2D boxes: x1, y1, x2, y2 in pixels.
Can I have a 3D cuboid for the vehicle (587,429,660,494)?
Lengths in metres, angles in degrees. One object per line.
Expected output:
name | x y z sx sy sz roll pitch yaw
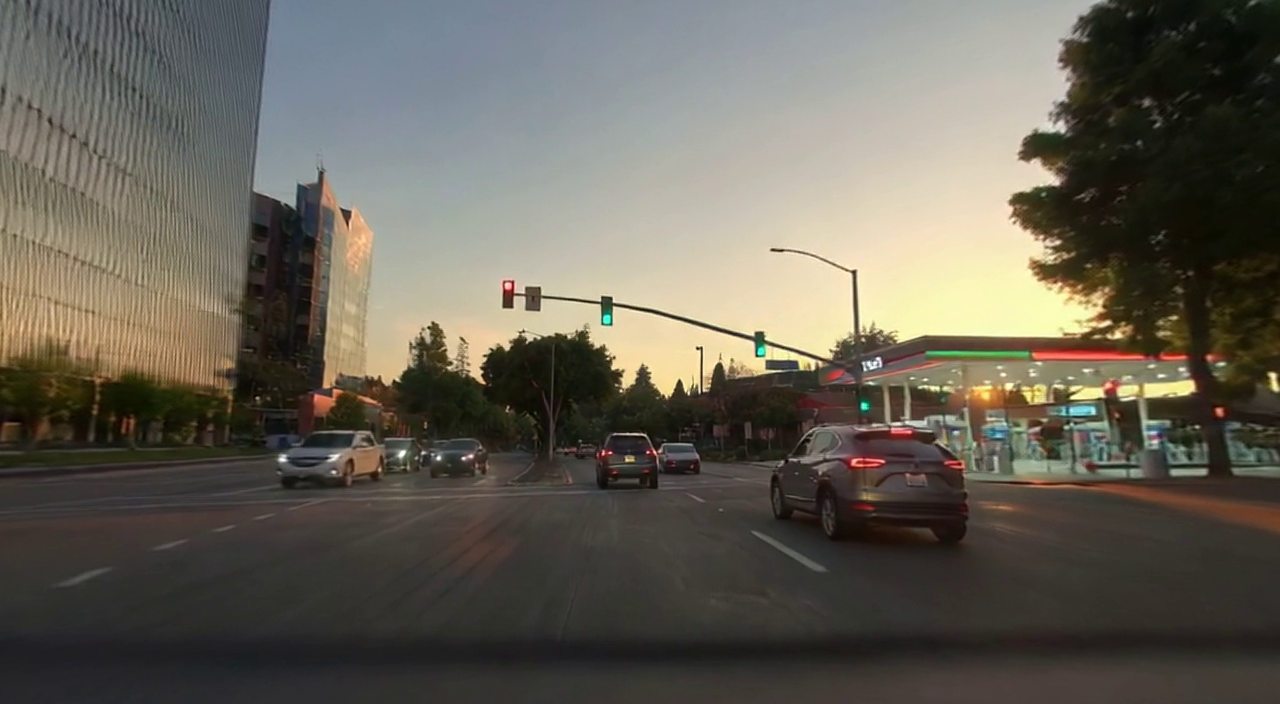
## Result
vehicle | -0.612 3.368 19.715 2.051 1.798 4.168 1 -8 -4

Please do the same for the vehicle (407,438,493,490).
vehicle | -6.174 3.663 20.972 1.987 1.505 4.337 1 -8 -7

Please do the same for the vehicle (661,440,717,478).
vehicle | 2.159 4.813 28.569 1.800 1.592 3.658 1 -8 -7

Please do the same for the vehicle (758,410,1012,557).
vehicle | 3.378 1.900 9.778 2.000 1.745 4.206 1 -8 -4

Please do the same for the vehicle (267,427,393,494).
vehicle | -9.082 3.195 18.903 1.992 1.755 4.283 1 -8 -6
